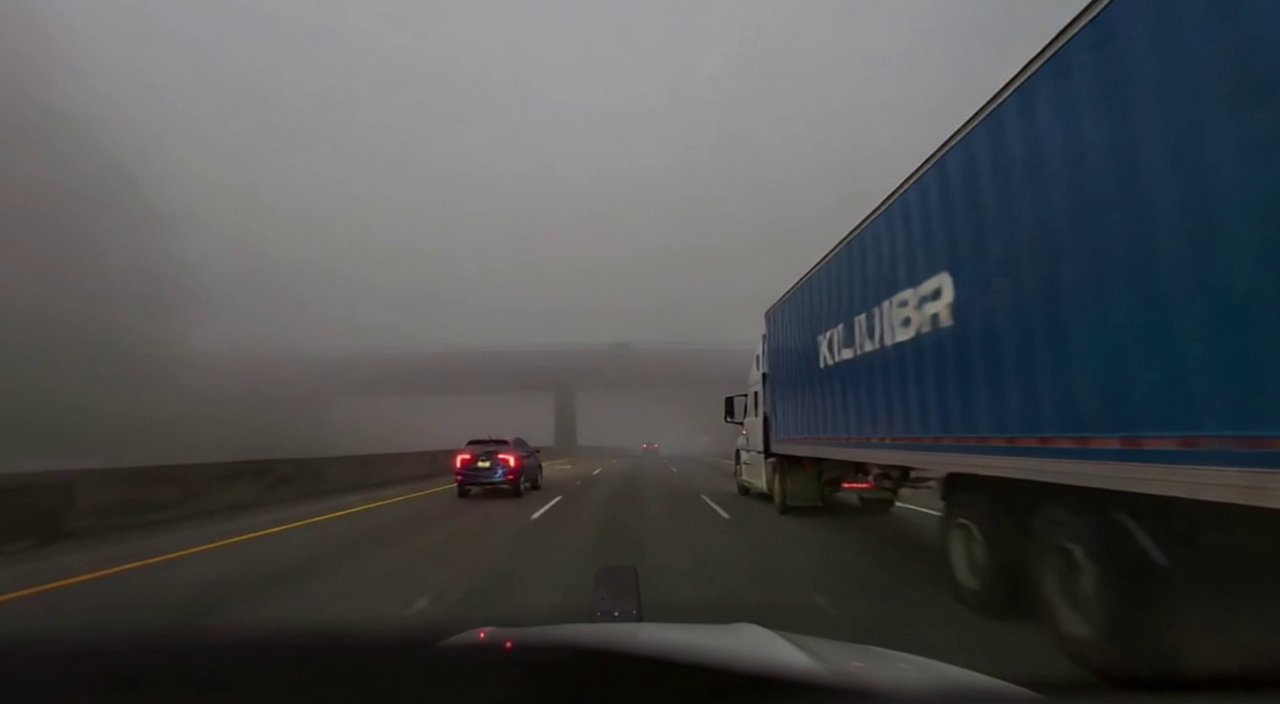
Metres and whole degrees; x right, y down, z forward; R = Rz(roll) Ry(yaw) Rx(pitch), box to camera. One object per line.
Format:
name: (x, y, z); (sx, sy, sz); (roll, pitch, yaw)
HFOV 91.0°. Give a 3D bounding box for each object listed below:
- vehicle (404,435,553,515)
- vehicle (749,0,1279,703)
vehicle: (-3.503, 2.740, 14.724); (2.276, 1.551, 4.484); (0, -8, 0)
vehicle: (3.839, 0.415, 6.037); (3.306, 3.531, 11.717); (0, -8, -1)
